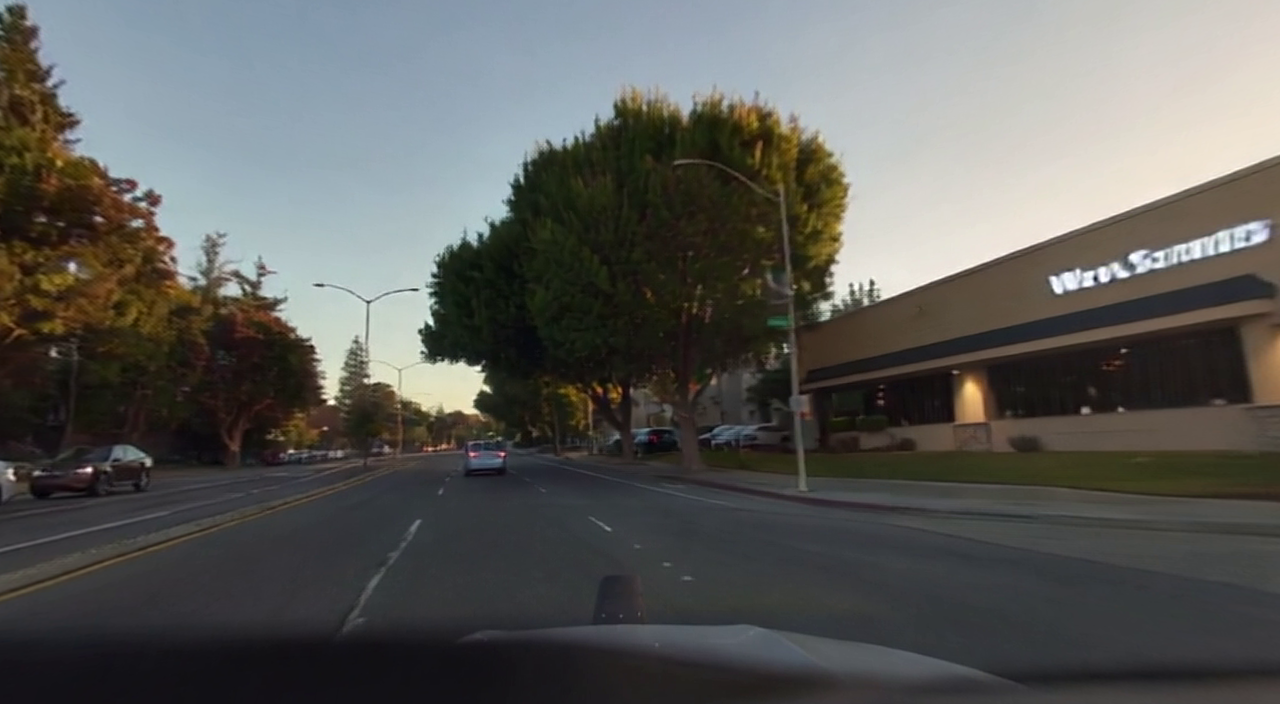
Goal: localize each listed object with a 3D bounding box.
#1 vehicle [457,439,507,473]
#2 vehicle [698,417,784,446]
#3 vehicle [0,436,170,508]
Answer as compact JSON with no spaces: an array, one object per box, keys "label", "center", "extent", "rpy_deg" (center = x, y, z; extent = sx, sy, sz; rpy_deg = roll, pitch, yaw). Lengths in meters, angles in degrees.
[{"label":"vehicle","center":[-8.253,5.334,32.692],"extent":[2.197,1.642,4.312],"rpy_deg":[3,-9,-17]},{"label":"vehicle","center":[6.351,5.061,39.868],"extent":[4.851,1.737,2.189],"rpy_deg":[3,-9,-18]},{"label":"vehicle","center":[-15.932,3.324,18.044],"extent":[2.275,1.752,4.858],"rpy_deg":[2,-9,-15]}]
